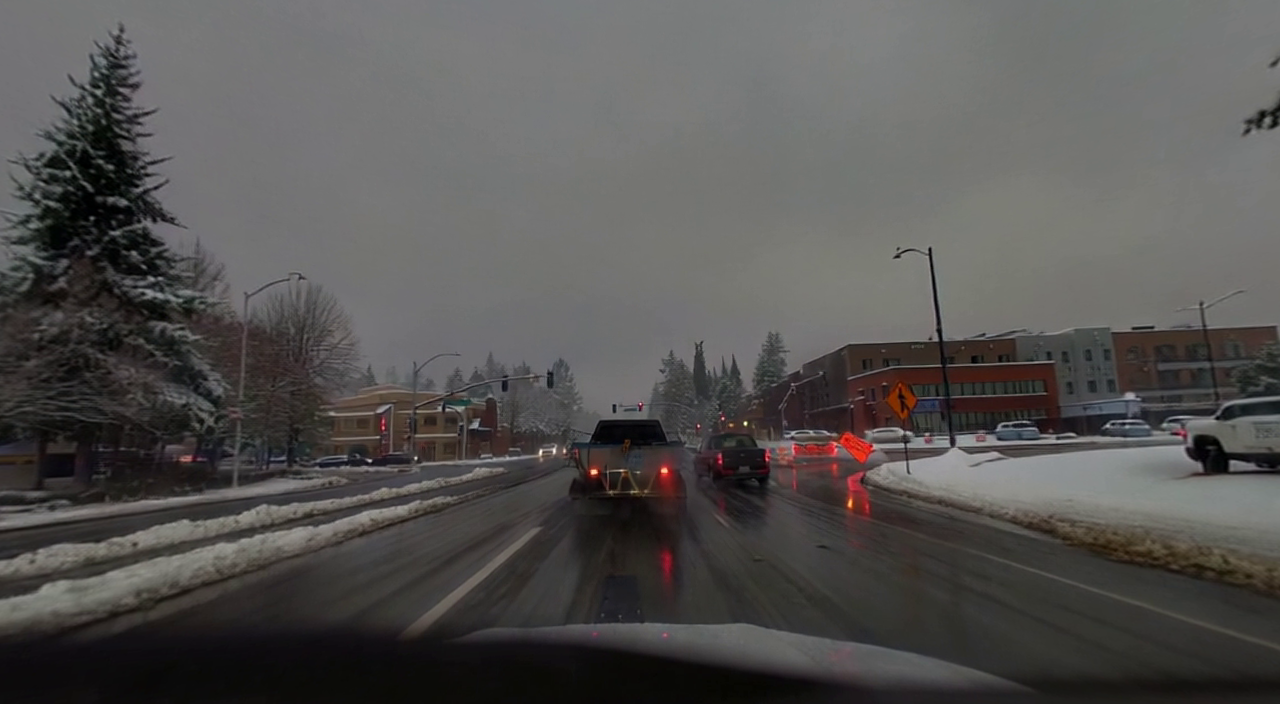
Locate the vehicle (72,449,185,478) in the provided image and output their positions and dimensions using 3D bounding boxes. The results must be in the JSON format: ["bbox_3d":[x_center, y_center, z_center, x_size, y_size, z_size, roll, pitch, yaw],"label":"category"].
[{"bbox_3d":[-36.021,7.826,44.464,5.755,1.945,2.403,0,-8,-1],"label":"vehicle"}]

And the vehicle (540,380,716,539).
[{"bbox_3d":[-0.328,1.863,11.416,2.350,2.122,5.801,0,-8,-3],"label":"vehicle"}]
